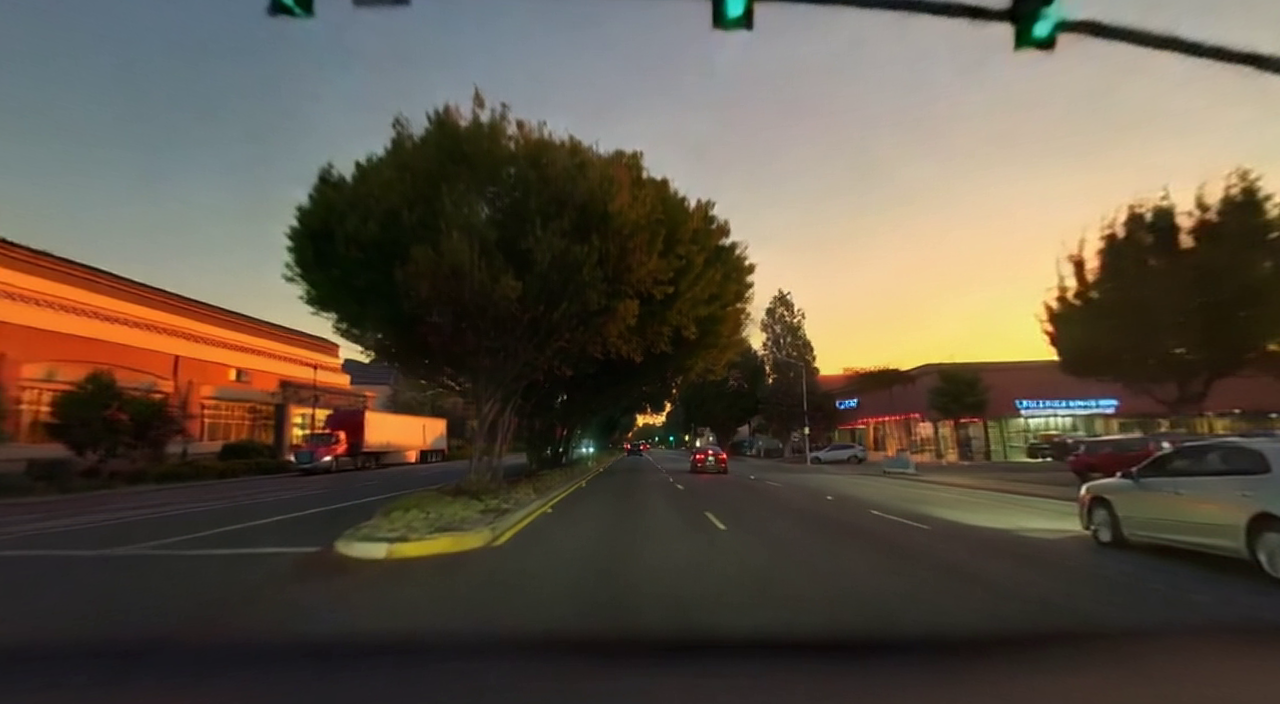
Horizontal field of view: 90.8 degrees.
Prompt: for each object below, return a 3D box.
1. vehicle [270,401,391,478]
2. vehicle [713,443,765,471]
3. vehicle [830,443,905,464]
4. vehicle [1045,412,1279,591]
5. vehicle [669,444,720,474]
[{"bbox_3d":[-19.148,5.597,40.054,3.008,4.297,9.041,0,-9,0],"label":"vehicle"},{"bbox_3d":[5.836,6.229,37.723,2.150,1.485,4.919,0,-9,-2],"label":"vehicle"},{"bbox_3d":[16.599,7.414,46.246,4.679,1.448,2.178,0,-9,-4],"label":"vehicle"},{"bbox_3d":[6.959,1.538,6.870,2.002,1.651,4.647,0,-8,0],"label":"vehicle"},{"bbox_3d":[2.752,5.527,32.933,2.099,1.463,4.365,0,-8,-2],"label":"vehicle"}]
